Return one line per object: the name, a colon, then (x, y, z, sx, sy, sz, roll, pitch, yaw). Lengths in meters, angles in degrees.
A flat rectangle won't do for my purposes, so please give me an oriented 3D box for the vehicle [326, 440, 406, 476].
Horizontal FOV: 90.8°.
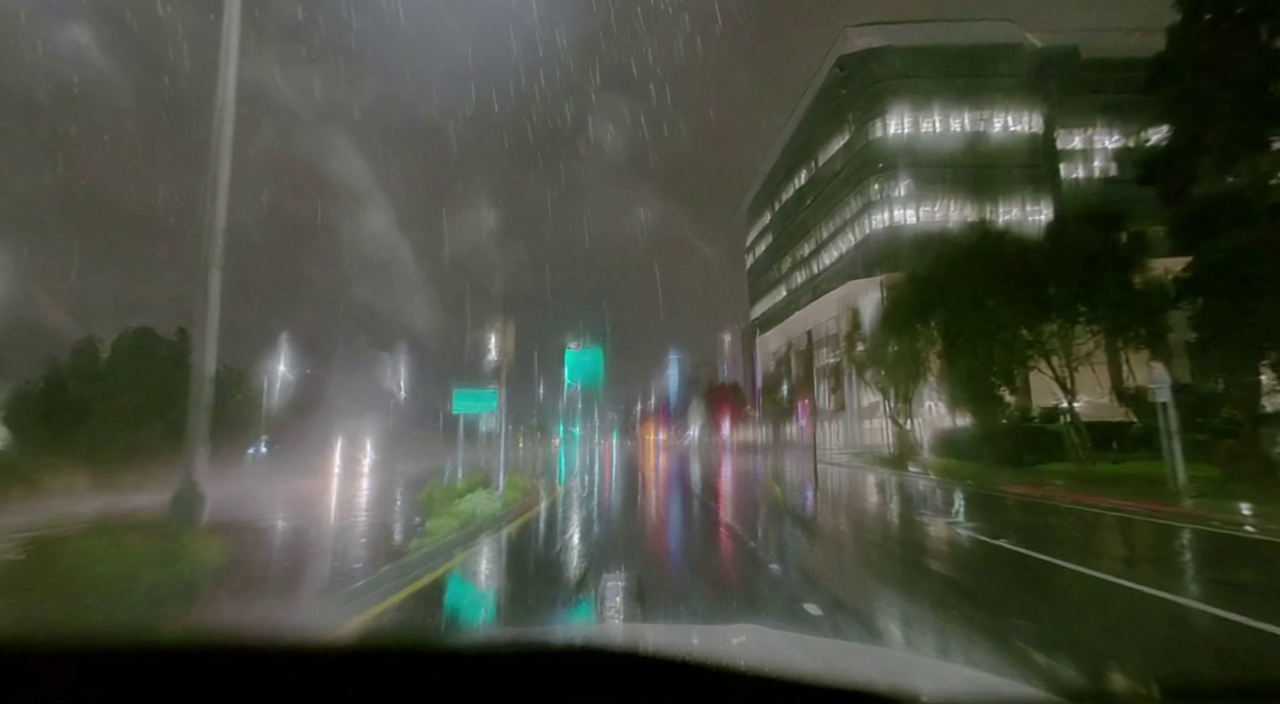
vehicle: (-14.435, 5.608, 33.647, 2.105, 1.774, 4.800, 0, -8, 0)
